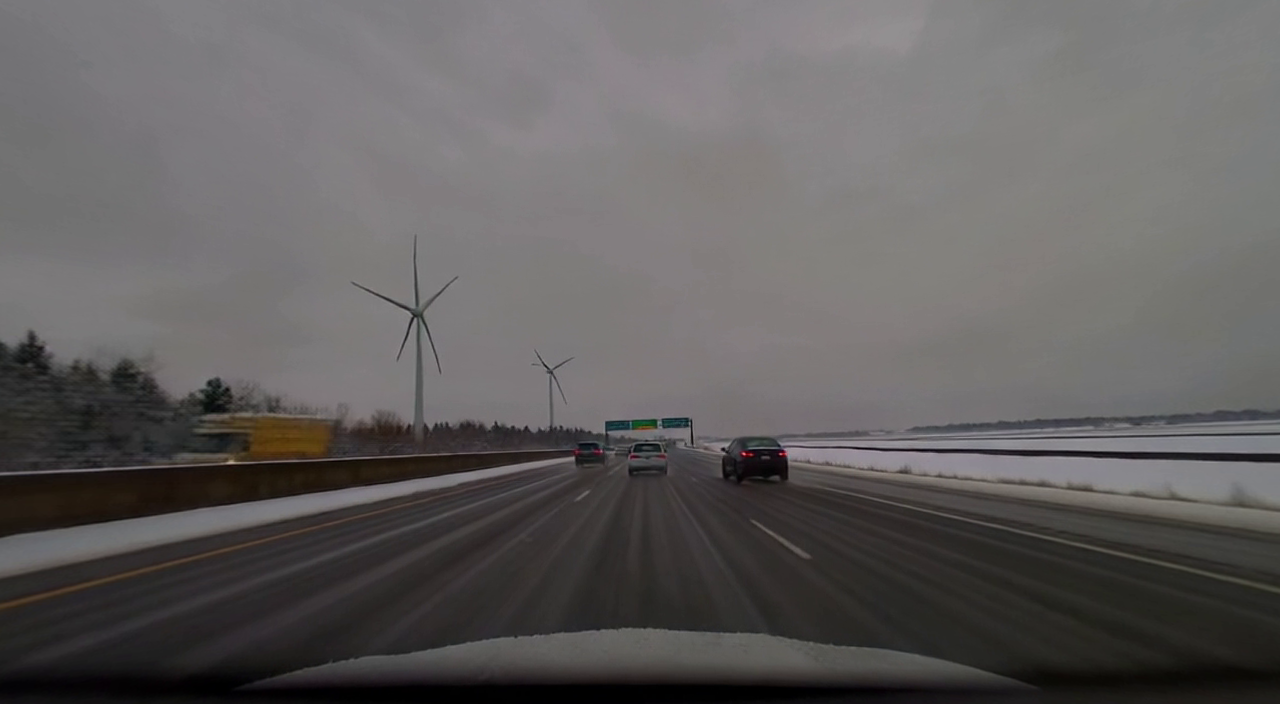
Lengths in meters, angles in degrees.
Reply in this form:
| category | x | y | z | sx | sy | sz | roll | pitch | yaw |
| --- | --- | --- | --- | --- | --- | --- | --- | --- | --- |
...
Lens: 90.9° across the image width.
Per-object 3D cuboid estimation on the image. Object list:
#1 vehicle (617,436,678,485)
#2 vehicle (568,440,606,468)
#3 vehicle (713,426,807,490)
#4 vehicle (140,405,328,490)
| category | x | y | z | sx | sy | sz | roll | pitch | yaw |
| --- | --- | --- | --- | --- | --- | --- | --- | --- | --- |
| vehicle | 0.254 | 4.024 | 23.496 | 2.083 | 1.653 | 3.787 | 0 | -9 | 0 |
| vehicle | -3.556 | 6.957 | 43.196 | 2.131 | 1.784 | 4.635 | 0 | -9 | 1 |
| vehicle | 3.864 | 3.540 | 21.288 | 2.104 | 1.861 | 4.956 | 0 | -9 | -1 |
| vehicle | -15.886 | 3.864 | 25.528 | 2.621 | 2.942 | 7.225 | 0 | -9 | 1 |
